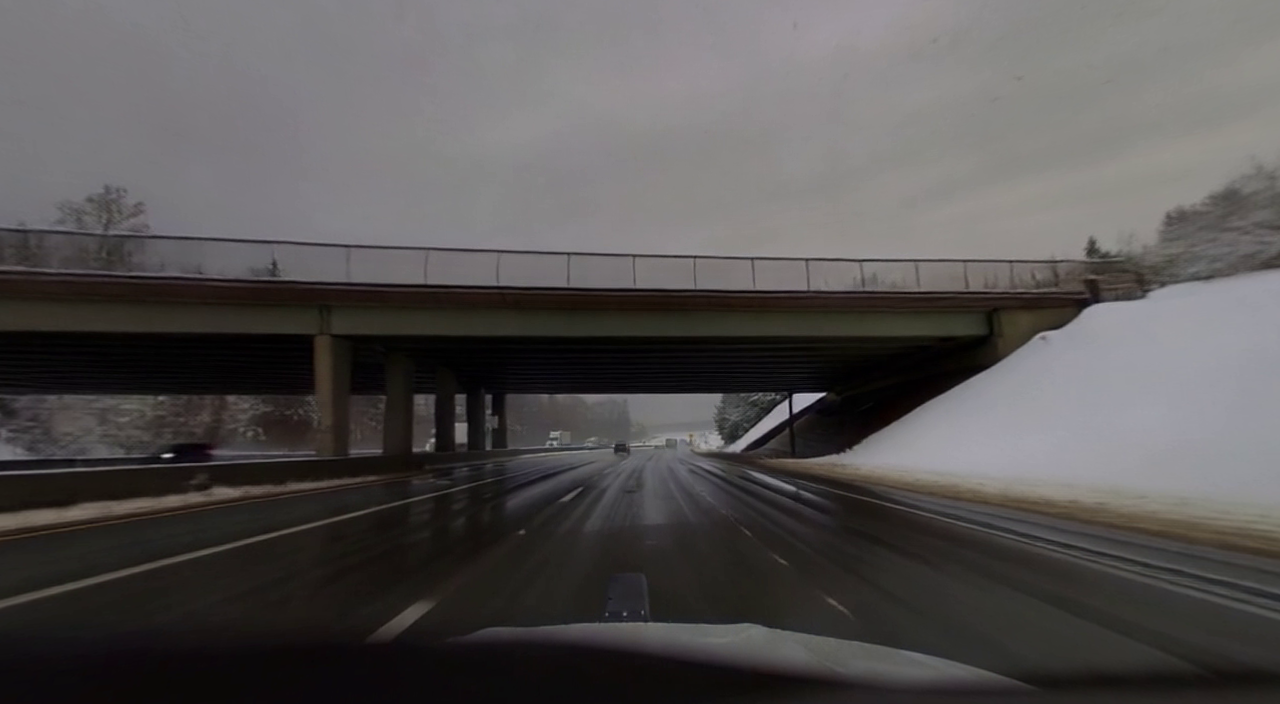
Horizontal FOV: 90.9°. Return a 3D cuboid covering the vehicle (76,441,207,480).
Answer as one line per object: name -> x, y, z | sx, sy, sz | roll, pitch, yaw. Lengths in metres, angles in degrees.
vehicle -> -24.607, 5.349, 31.468 | 2.048, 1.763, 5.363 | -1, -9, 2
